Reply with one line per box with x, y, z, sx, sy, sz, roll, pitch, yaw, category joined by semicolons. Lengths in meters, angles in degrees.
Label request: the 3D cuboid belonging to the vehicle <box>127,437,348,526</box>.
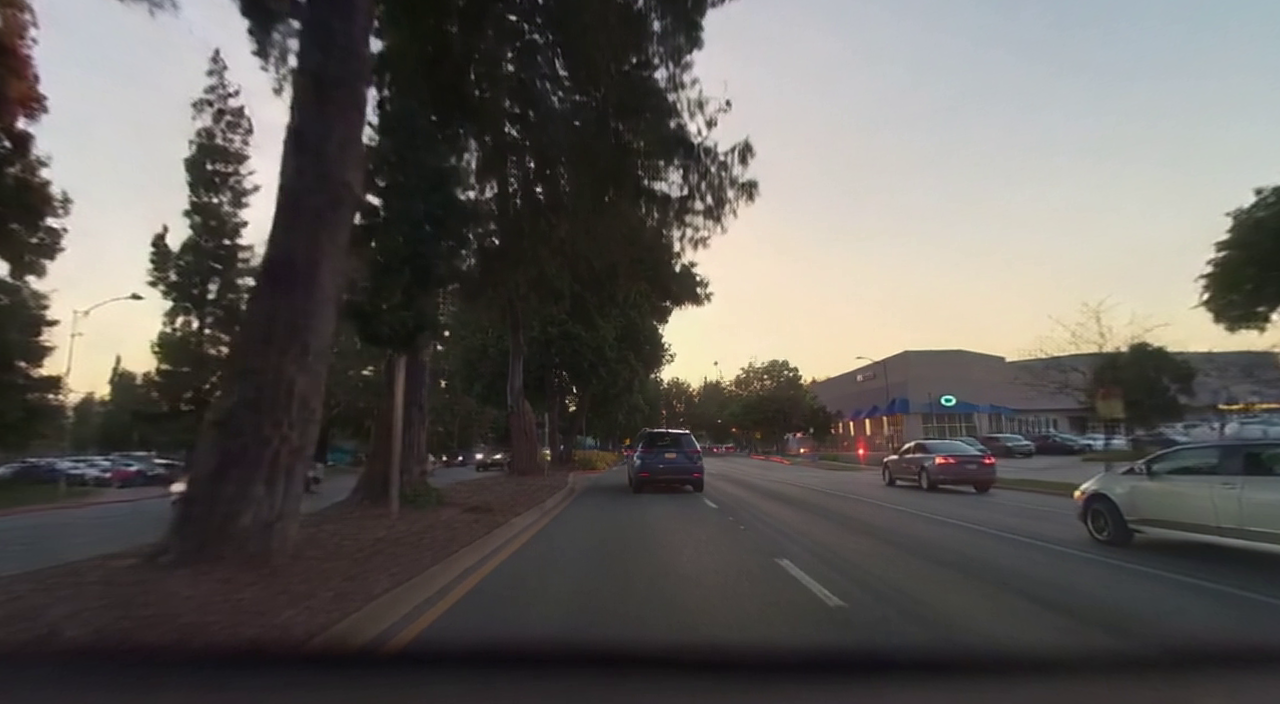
-8.895;2.852;14.599;2.196;1.717;4.453;0;-8;-1;vehicle

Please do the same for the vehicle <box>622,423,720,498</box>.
0.706;3.096;18.458;2.300;1.870;4.936;0;-8;-4;vehicle

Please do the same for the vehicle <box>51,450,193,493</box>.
-26.027;5.942;31.779;5.966;1.957;2.305;-2;-9;15;vehicle

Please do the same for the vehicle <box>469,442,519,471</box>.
-9.348;6.718;40.897;2.104;1.778;4.520;0;-8;0;vehicle

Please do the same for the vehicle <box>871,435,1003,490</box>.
9.106;3.397;19.862;1.894;1.517;4.419;0;-8;-1;vehicle

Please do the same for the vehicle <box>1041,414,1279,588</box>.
6.525;1.428;6.407;1.994;1.488;4.313;0;-8;-1;vehicle

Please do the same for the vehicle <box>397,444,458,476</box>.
-12.317;6.280;36.975;2.054;1.749;4.443;0;-8;-1;vehicle
